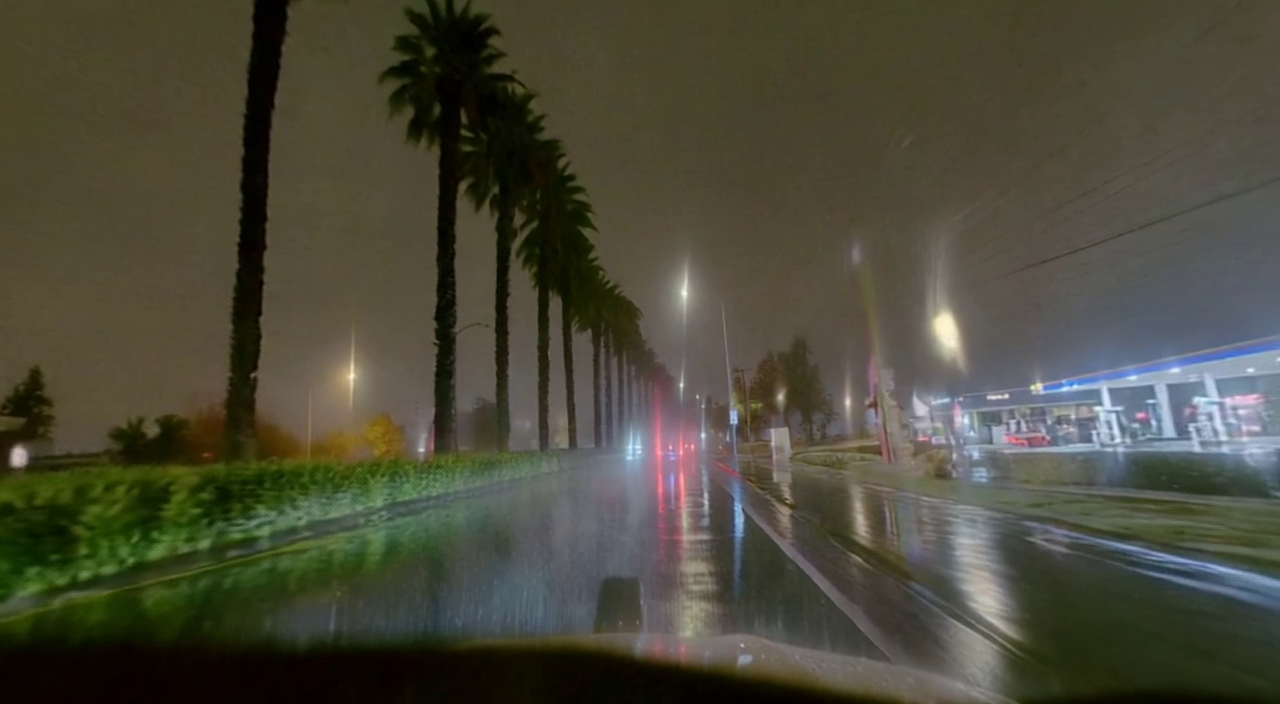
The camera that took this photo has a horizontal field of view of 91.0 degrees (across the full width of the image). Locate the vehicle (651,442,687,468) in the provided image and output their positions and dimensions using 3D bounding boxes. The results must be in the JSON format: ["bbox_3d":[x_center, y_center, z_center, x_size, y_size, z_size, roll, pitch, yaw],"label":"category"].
[{"bbox_3d":[1.784,6.281,38.590,2.050,1.509,4.148,0,-8,3],"label":"vehicle"}]
